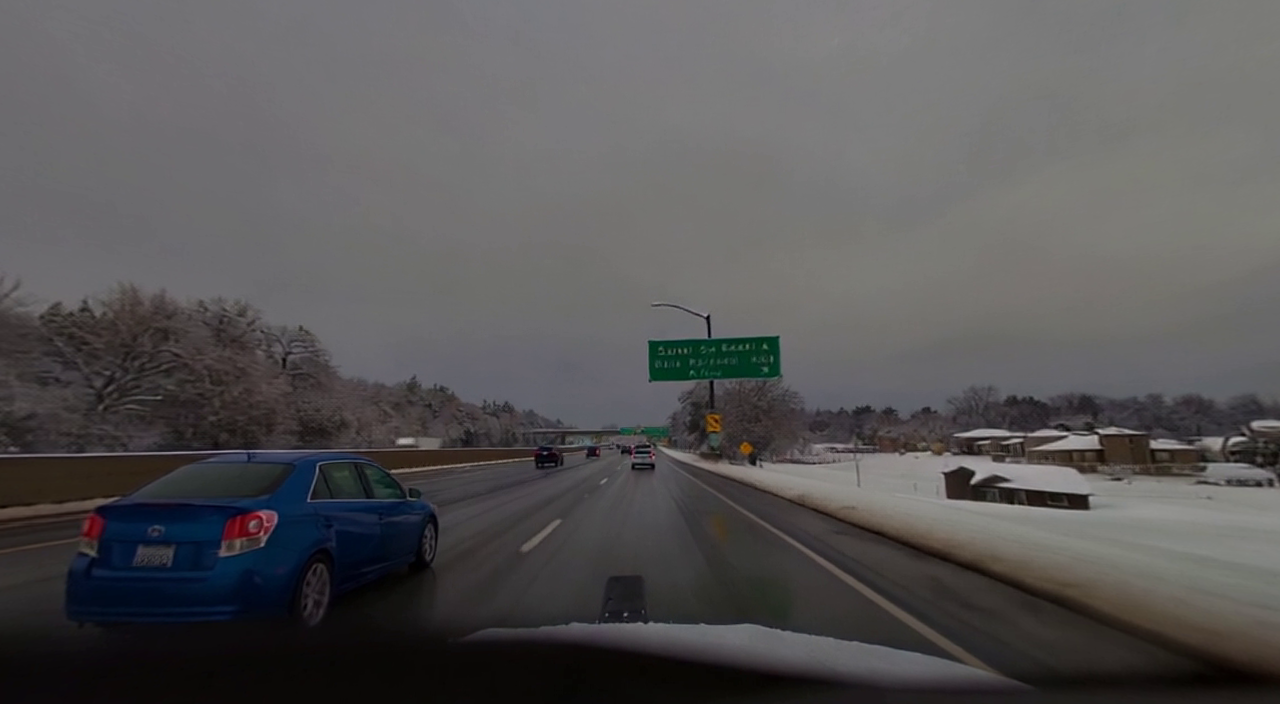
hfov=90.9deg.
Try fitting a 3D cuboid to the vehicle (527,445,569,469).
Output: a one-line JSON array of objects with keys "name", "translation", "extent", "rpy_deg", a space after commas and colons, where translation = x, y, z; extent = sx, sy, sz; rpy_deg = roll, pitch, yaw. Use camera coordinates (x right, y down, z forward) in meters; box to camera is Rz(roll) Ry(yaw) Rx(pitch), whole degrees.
[{"name": "vehicle", "translation": [-6.173, 7.061, 42.755], "extent": [2.075, 1.528, 4.327], "rpy_deg": [0, -8, 1]}]

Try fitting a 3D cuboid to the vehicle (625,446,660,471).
[{"name": "vehicle", "translation": [0.166, 6.476, 38.538], "extent": [2.051, 1.443, 3.770], "rpy_deg": [0, -8, 0]}]
